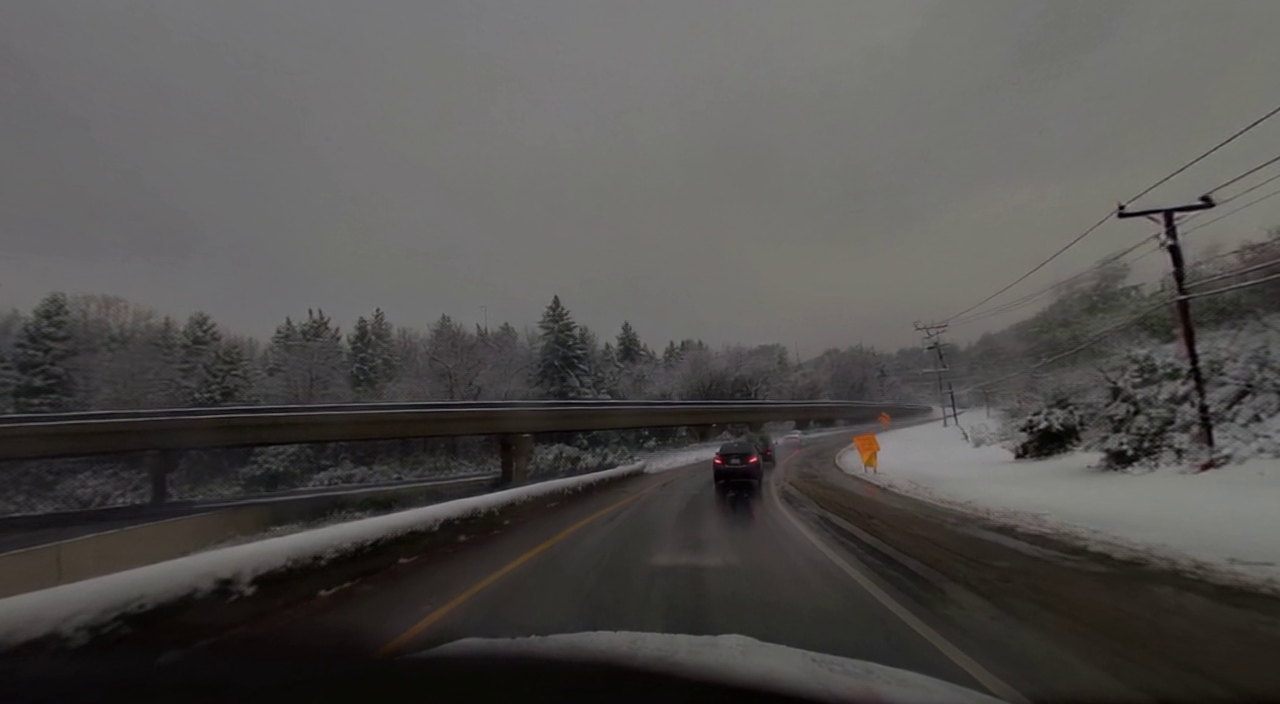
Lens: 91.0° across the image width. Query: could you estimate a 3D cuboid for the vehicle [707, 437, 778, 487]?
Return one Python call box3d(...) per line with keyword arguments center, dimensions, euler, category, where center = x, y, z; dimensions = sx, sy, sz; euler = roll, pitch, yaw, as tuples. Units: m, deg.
box3d(center=(3.450, 3.627, 21.146), dimensions=(2.091, 1.482, 4.321), euler=(-2, -9, 10), category="vehicle")
